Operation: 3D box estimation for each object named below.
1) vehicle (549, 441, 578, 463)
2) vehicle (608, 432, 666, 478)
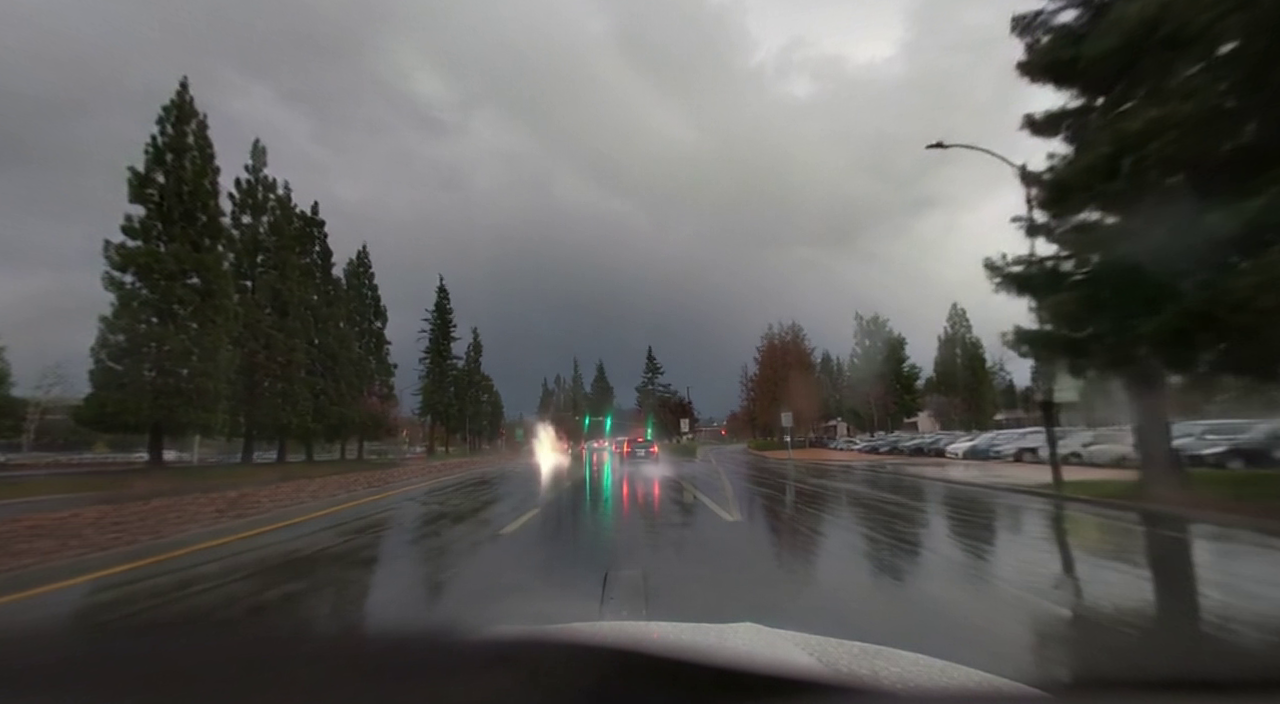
[{"bbox_3d":[-5.776,7.531,47.685,1.950,1.563,3.727,0,-9,-4],"label":"vehicle"},{"bbox_3d":[-0.152,4.112,25.328,2.135,1.691,3.884,0,-9,-1],"label":"vehicle"}]
